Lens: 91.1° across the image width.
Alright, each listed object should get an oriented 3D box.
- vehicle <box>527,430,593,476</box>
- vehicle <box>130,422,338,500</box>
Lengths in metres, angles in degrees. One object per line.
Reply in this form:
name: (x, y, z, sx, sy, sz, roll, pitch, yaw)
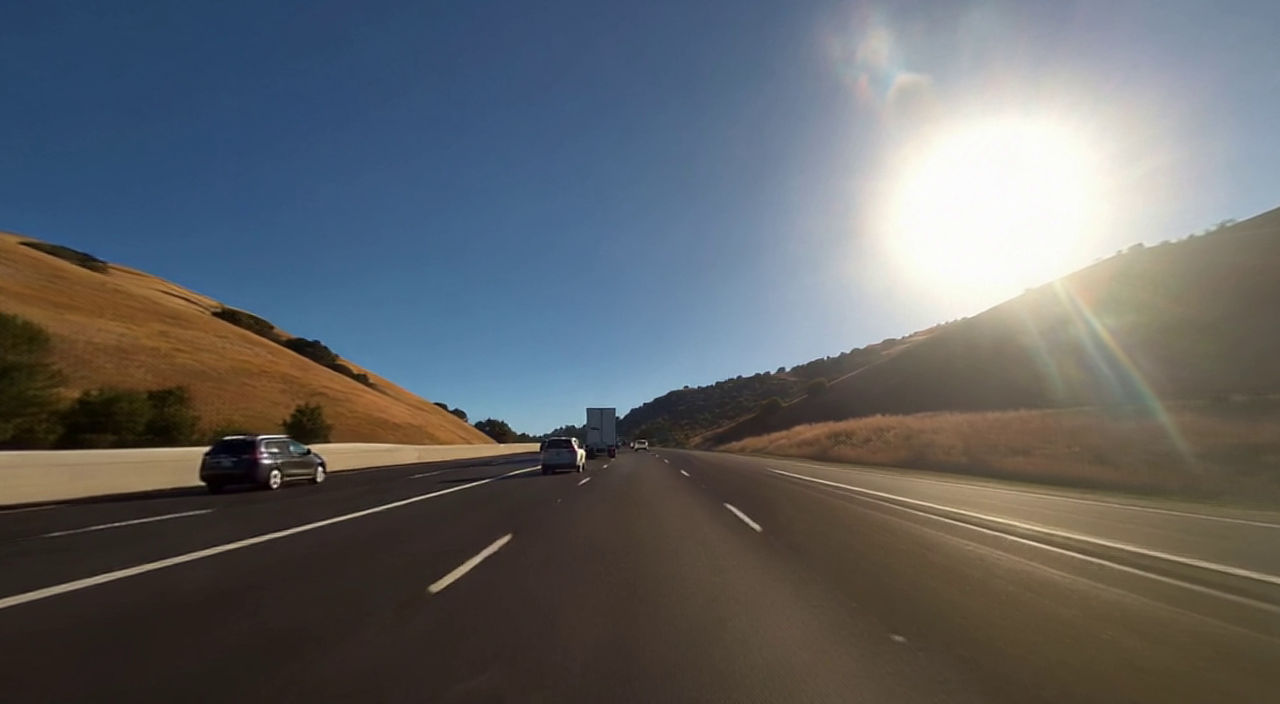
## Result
vehicle: (-3.218, 4.142, 26.056, 2.099, 1.734, 4.413, 0, -8, 1)
vehicle: (-10.963, 2.976, 17.676, 2.130, 1.828, 5.523, 0, -8, 0)
